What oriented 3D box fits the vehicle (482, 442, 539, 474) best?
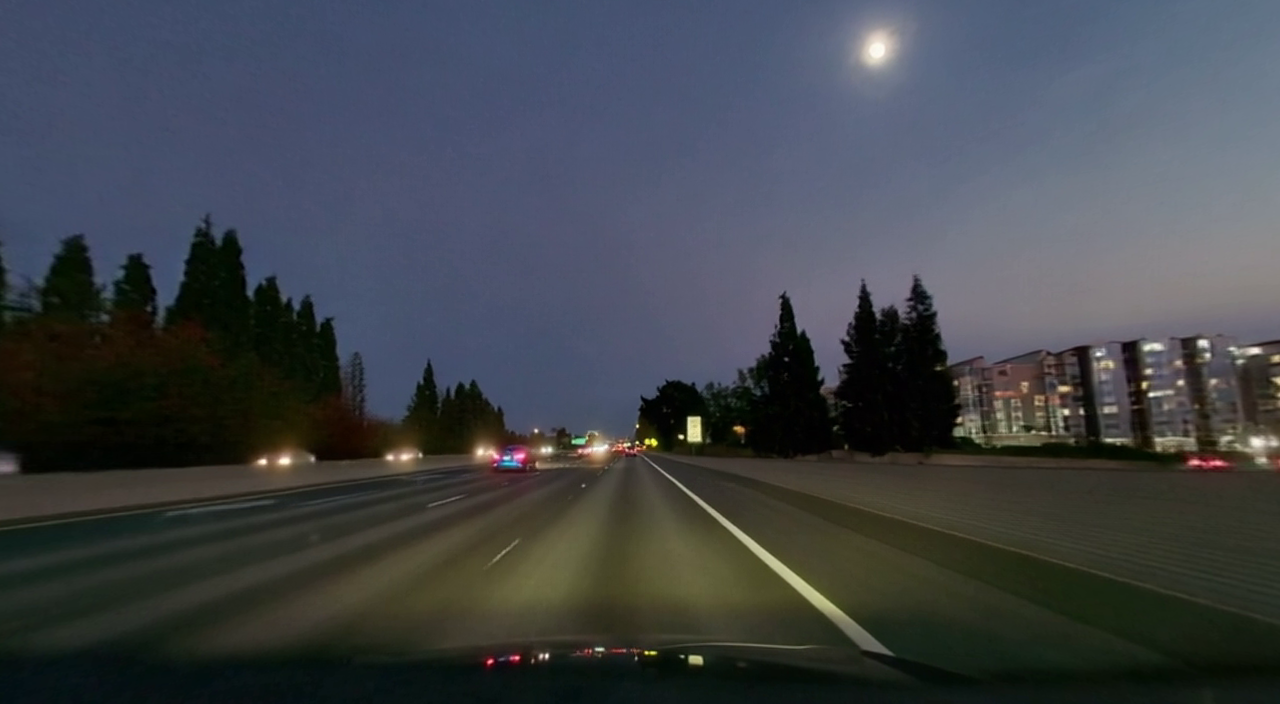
[{"bbox_3d":[-6.881,5.669,34.027,2.016,1.606,4.806,0,-9,0],"label":"vehicle"}]
